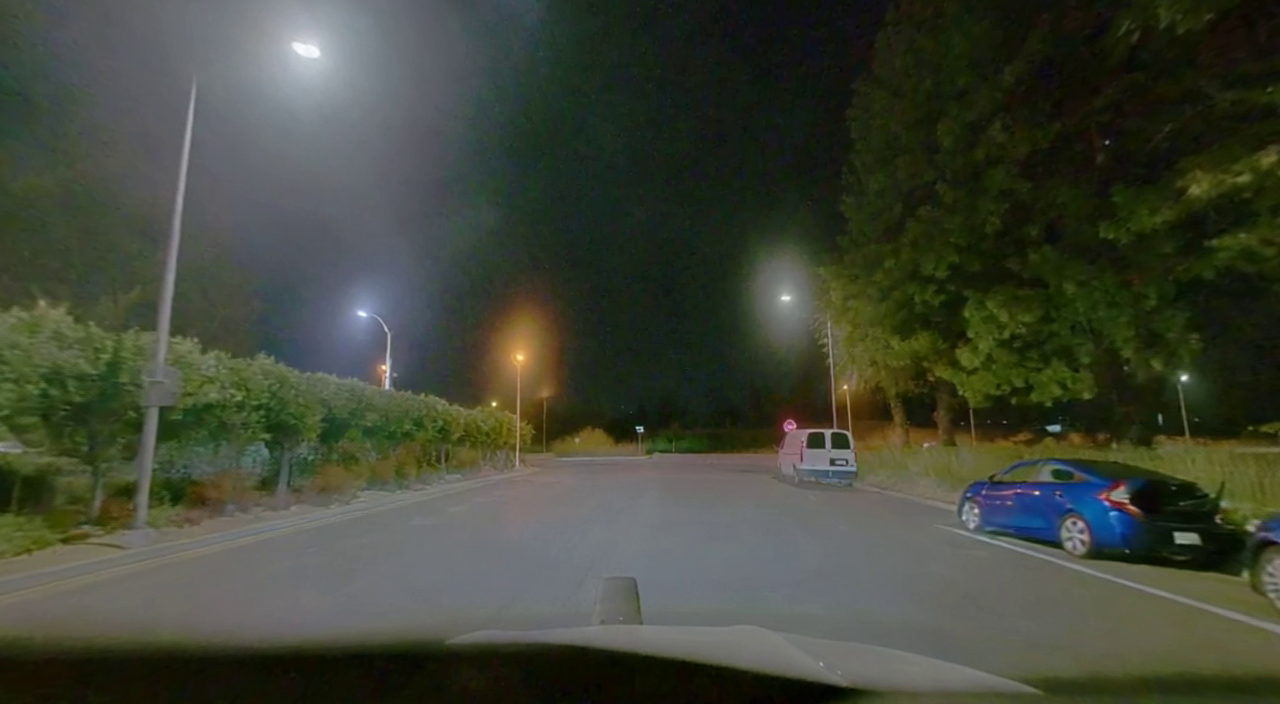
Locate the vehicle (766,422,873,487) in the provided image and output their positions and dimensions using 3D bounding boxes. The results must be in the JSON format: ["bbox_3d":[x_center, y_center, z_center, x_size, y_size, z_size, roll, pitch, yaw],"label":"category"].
[{"bbox_3d":[6.943,4.068,25.386,2.659,2.245,5.991,0,-8,1],"label":"vehicle"}]

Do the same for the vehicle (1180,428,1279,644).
[{"bbox_3d":[5.567,1.060,2.760,2.135,1.533,5.038,0,-8,3],"label":"vehicle"}]

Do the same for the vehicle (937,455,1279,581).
[{"bbox_3d":[6.176,2.154,9.005,1.970,1.269,4.199,0,-8,2],"label":"vehicle"}]
